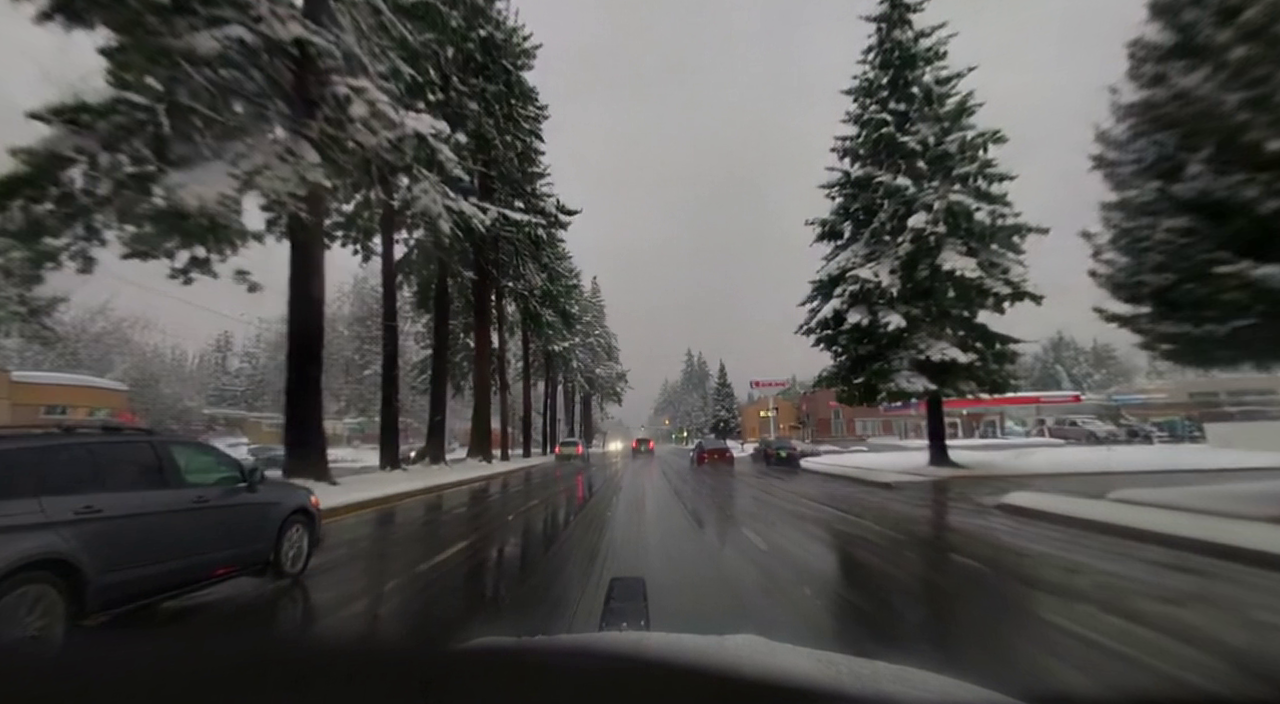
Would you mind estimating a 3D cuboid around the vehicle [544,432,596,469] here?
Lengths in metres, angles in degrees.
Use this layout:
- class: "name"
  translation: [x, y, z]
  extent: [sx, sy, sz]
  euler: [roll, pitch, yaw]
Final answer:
- class: "vehicle"
  translation: [-3.451, 4.973, 31.995]
  extent: [2.051, 1.747, 4.370]
  euler: [0, -8, 1]

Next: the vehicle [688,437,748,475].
- class: "vehicle"
  translation: [3.275, 4.468, 27.434]
  extent: [2.010, 1.486, 4.498]
  euler: [0, -8, -1]

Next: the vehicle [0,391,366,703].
- class: "vehicle"
  translation: [-4.096, 1.151, 4.380]
  extent: [1.988, 1.530, 5.155]
  euler: [0, -8, 1]

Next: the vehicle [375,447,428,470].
- class: "vehicle"
  translation: [-16.833, 7.509, 44.718]
  extent: [1.808, 1.476, 4.449]
  euler: [0, -8, 2]

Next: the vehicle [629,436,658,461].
- class: "vehicle"
  translation: [0.235, 6.498, 42.542]
  extent: [1.922, 1.579, 3.642]
  euler: [0, -8, 0]

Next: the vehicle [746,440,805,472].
- class: "vehicle"
  translation: [6.443, 4.985, 30.506]
  extent: [1.856, 1.421, 4.357]
  euler: [0, -8, -1]
